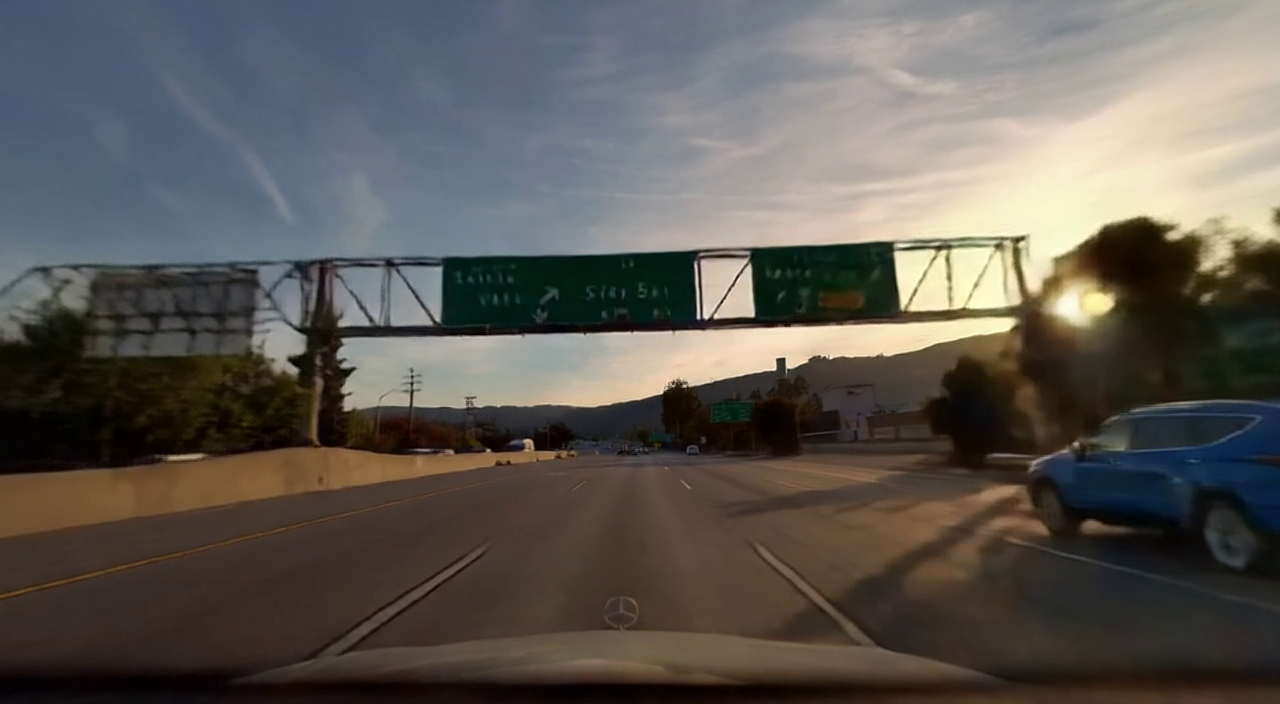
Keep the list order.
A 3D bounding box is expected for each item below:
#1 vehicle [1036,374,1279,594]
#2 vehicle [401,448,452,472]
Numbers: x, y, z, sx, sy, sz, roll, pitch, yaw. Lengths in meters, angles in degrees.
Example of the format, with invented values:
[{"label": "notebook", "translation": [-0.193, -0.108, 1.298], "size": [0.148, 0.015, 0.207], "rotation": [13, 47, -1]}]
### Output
[{"label": "vehicle", "translation": [6.711, 1.301, 6.501], "size": [2.222, 1.899, 4.595], "rotation": [0, -9, 0]}, {"label": "vehicle", "translation": [-14.130, 7.134, 42.016], "size": [1.880, 1.467, 4.331], "rotation": [0, -9, 1]}]
